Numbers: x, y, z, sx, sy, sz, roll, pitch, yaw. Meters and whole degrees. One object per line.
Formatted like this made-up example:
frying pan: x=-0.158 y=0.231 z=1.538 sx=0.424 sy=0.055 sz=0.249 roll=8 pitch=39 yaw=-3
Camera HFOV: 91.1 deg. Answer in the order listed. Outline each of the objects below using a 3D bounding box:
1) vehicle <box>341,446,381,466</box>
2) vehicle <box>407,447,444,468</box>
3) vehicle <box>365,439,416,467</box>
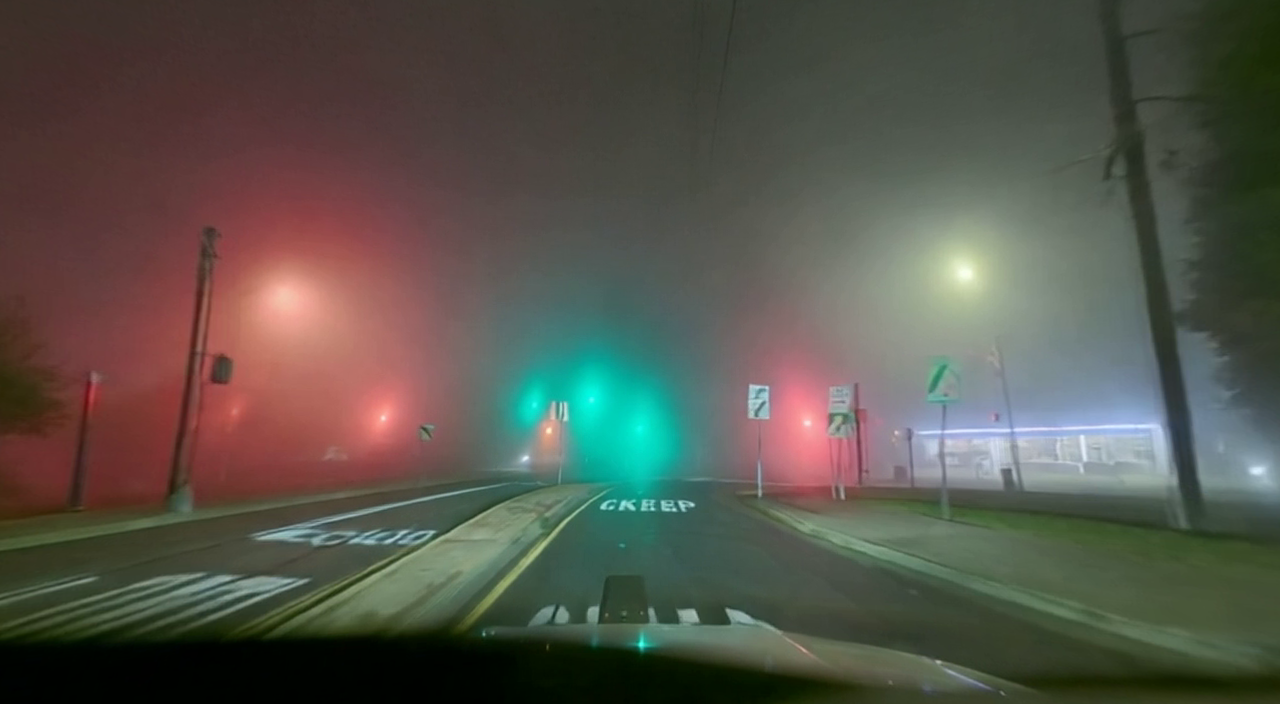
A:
vehicle: x=-21.705 y=8.104 z=48.915 sx=1.799 sy=1.422 sz=3.890 roll=3 pitch=-8 yaw=-9
vehicle: x=-15.311 y=7.553 z=45.009 sx=1.789 sy=1.399 sz=4.236 roll=2 pitch=-9 yaw=-9
vehicle: x=-18.351 y=7.482 z=46.470 sx=2.337 sy=1.934 sz=4.843 roll=2 pitch=-9 yaw=-8
